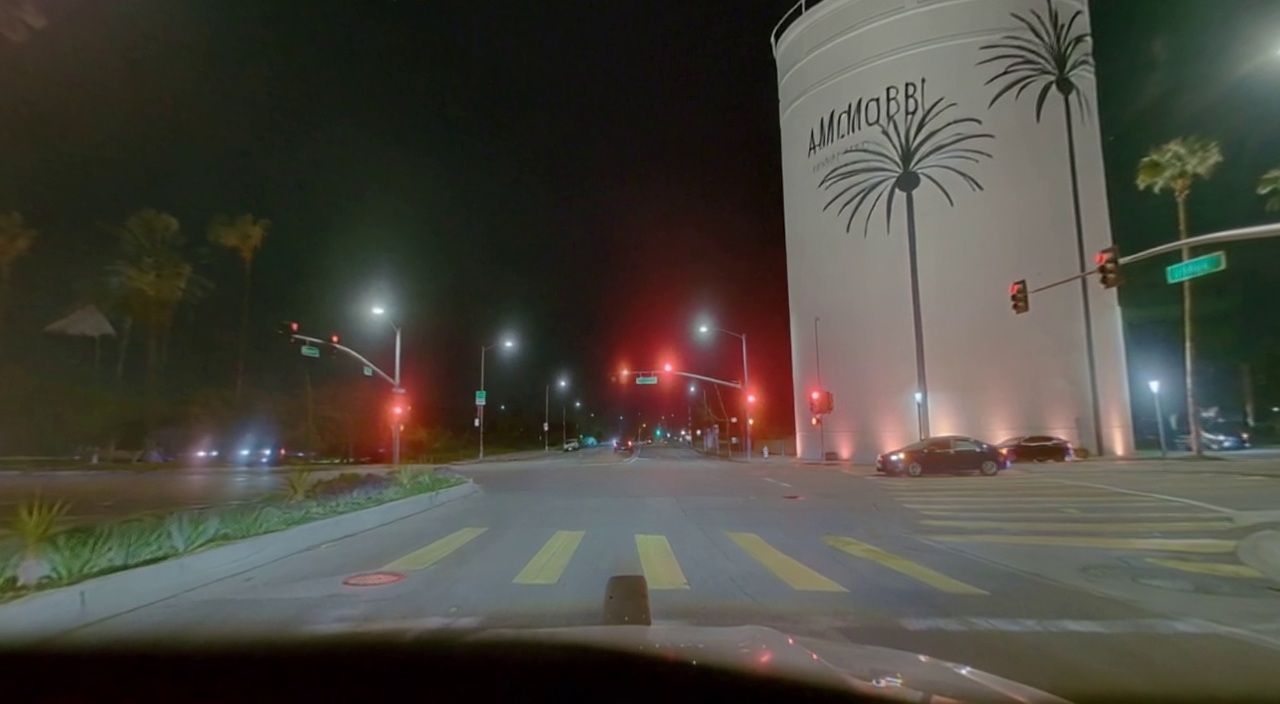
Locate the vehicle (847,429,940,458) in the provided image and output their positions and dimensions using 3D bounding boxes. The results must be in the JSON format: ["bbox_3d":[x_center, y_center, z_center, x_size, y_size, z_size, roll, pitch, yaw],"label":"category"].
[{"bbox_3d":[14.989,5.445,37.416,4.648,1.665,1.910,0,-8,0],"label":"vehicle"}]

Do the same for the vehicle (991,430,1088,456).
[{"bbox_3d":[23.508,5.358,37.167,4.423,1.465,1.798,0,-8,1],"label":"vehicle"}]

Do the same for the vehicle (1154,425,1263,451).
[{"bbox_3d":[33.165,5.061,36.826,4.567,1.458,1.791,0,-8,0],"label":"vehicle"}]

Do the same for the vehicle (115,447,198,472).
[{"bbox_3d":[-33.092,7.339,43.227,4.136,1.661,1.857,0,-8,1],"label":"vehicle"}]

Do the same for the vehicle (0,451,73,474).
[{"bbox_3d":[-41.671,7.563,43.242,3.698,1.467,1.779,0,-8,1],"label":"vehicle"}]

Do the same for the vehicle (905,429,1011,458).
[{"bbox_3d":[16.909,4.891,33.694,4.684,1.461,1.777,0,-8,-1],"label":"vehicle"}]
